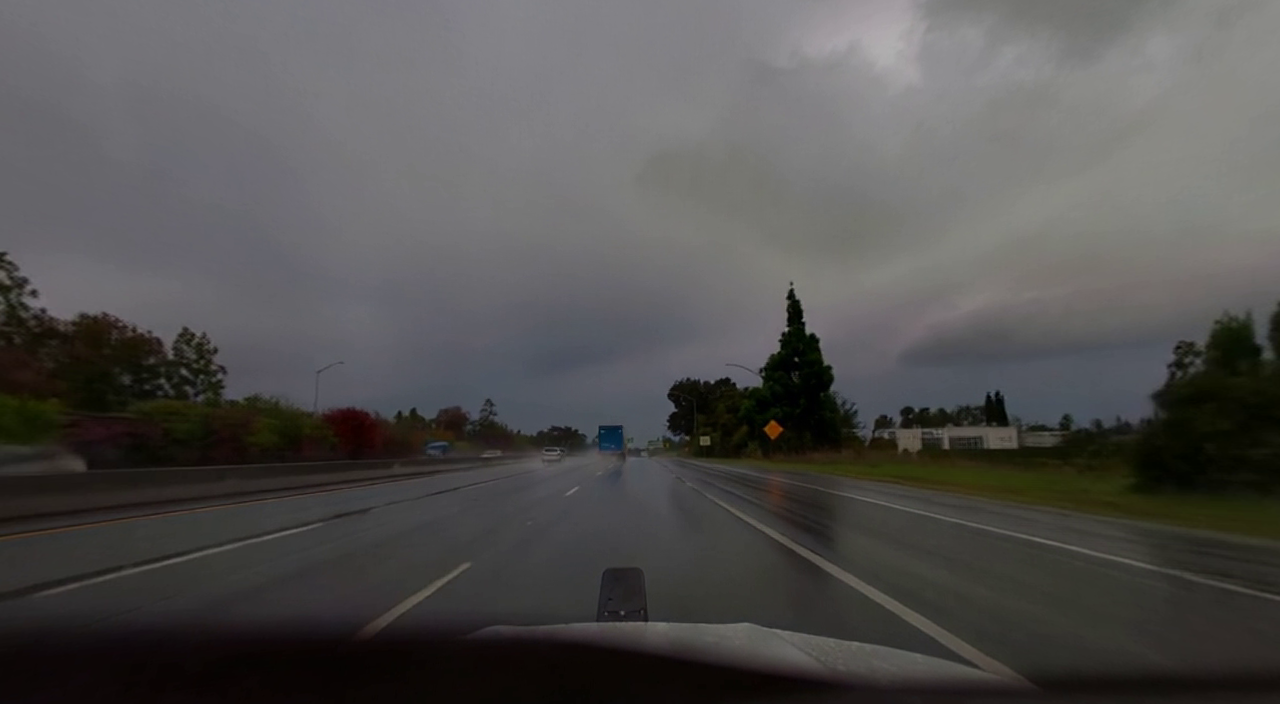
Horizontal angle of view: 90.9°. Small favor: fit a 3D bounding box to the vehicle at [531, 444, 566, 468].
[{"bbox_3d":[-7.166,8.153,49.727,2.043,1.828,4.436,0,-8,1],"label":"vehicle"}]
